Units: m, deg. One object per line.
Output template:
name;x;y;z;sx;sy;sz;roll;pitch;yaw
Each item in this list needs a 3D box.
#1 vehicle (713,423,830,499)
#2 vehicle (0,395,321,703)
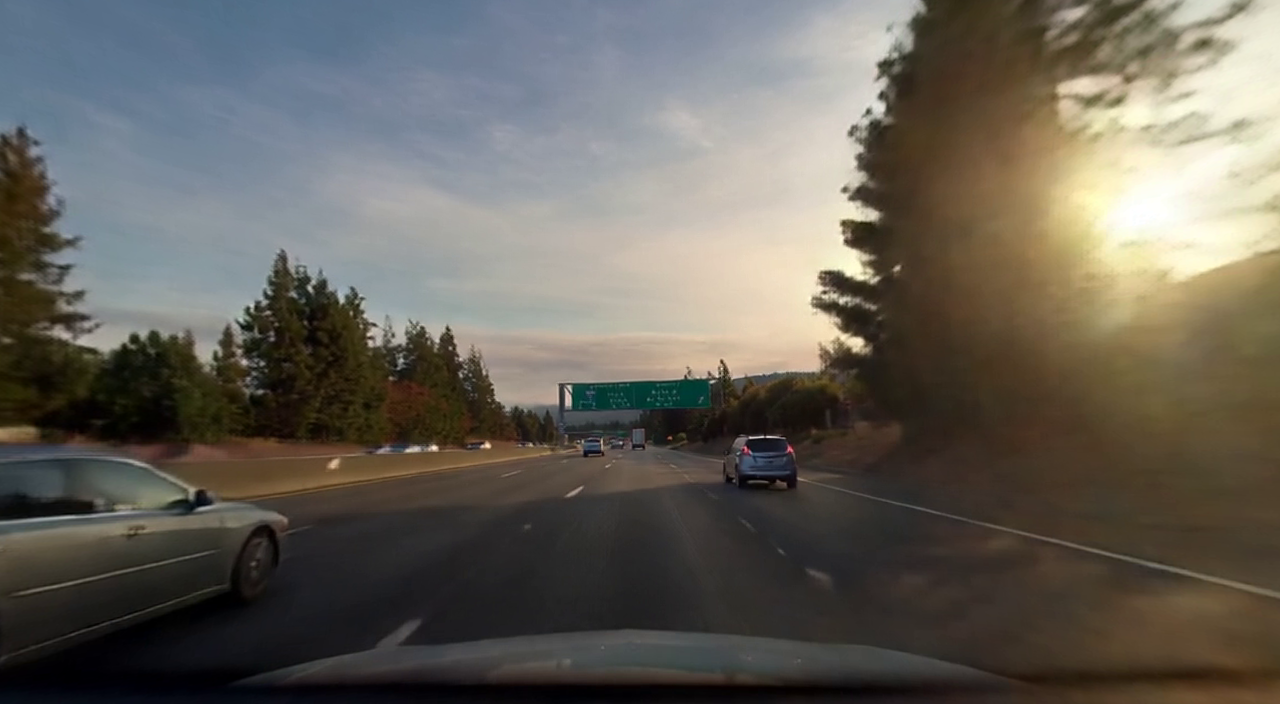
vehicle;3.225;2.779;16.396;2.053;1.714;4.097;0;-9;-1
vehicle;-3.998;1.050;3.265;2.118;1.573;4.940;0;-9;0
